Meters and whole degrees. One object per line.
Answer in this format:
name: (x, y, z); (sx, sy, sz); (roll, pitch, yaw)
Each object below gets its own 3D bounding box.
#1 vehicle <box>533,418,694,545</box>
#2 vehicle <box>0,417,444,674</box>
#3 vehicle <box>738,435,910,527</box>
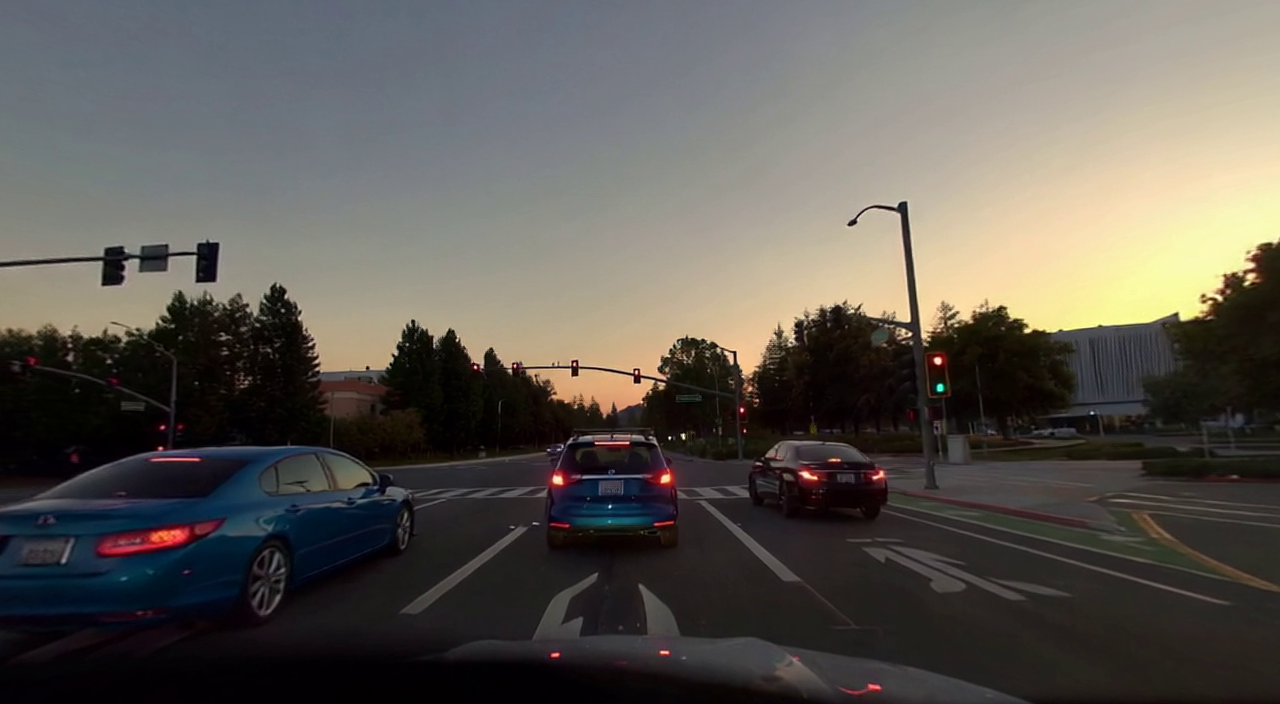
vehicle: (-0.351, 1.929, 10.003); (2.038, 1.599, 3.844); (0, -8, 0)
vehicle: (-3.584, 1.455, 5.962); (2.052, 1.472, 4.479); (0, -8, 0)
vehicle: (3.271, 2.382, 12.293); (1.970, 1.449, 4.433); (0, -8, -1)
